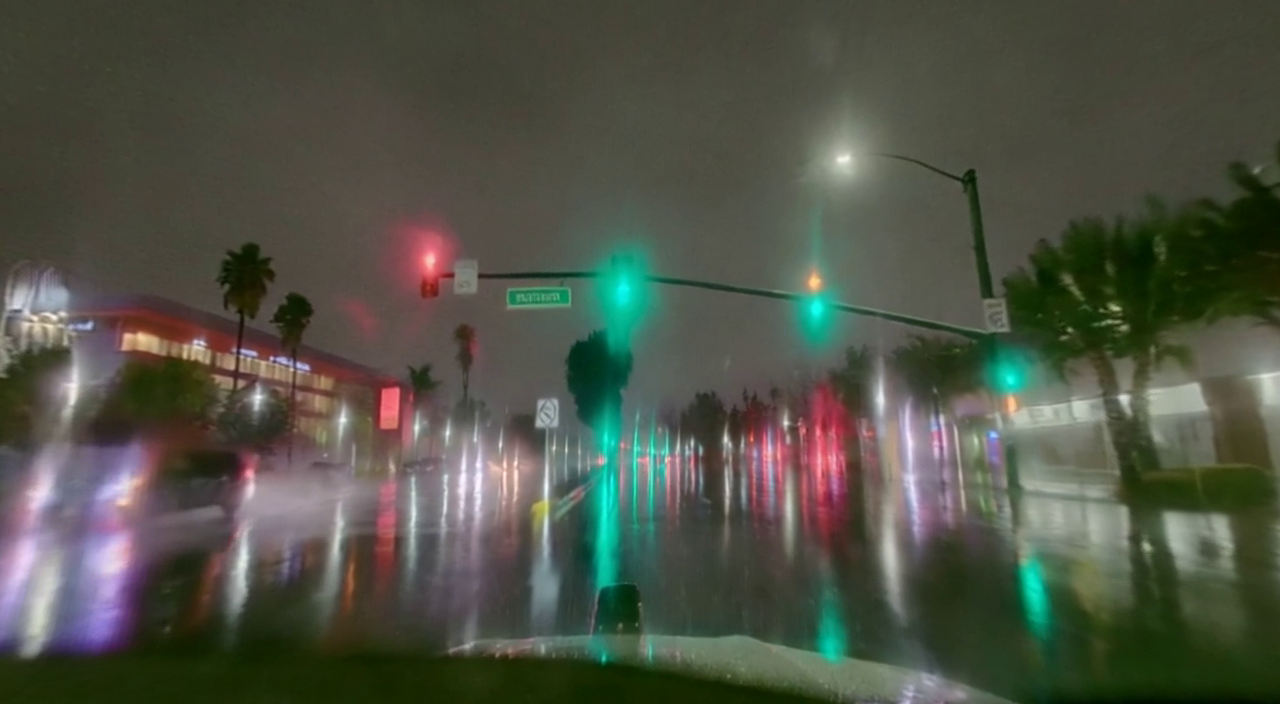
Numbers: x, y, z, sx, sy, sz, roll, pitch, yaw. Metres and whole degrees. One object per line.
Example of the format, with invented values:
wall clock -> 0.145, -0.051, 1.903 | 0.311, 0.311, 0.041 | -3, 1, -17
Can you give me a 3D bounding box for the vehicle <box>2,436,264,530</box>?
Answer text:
vehicle -> -12.860, 3.314, 16.767 | 2.268, 2.016, 5.632 | 0, -9, 0
